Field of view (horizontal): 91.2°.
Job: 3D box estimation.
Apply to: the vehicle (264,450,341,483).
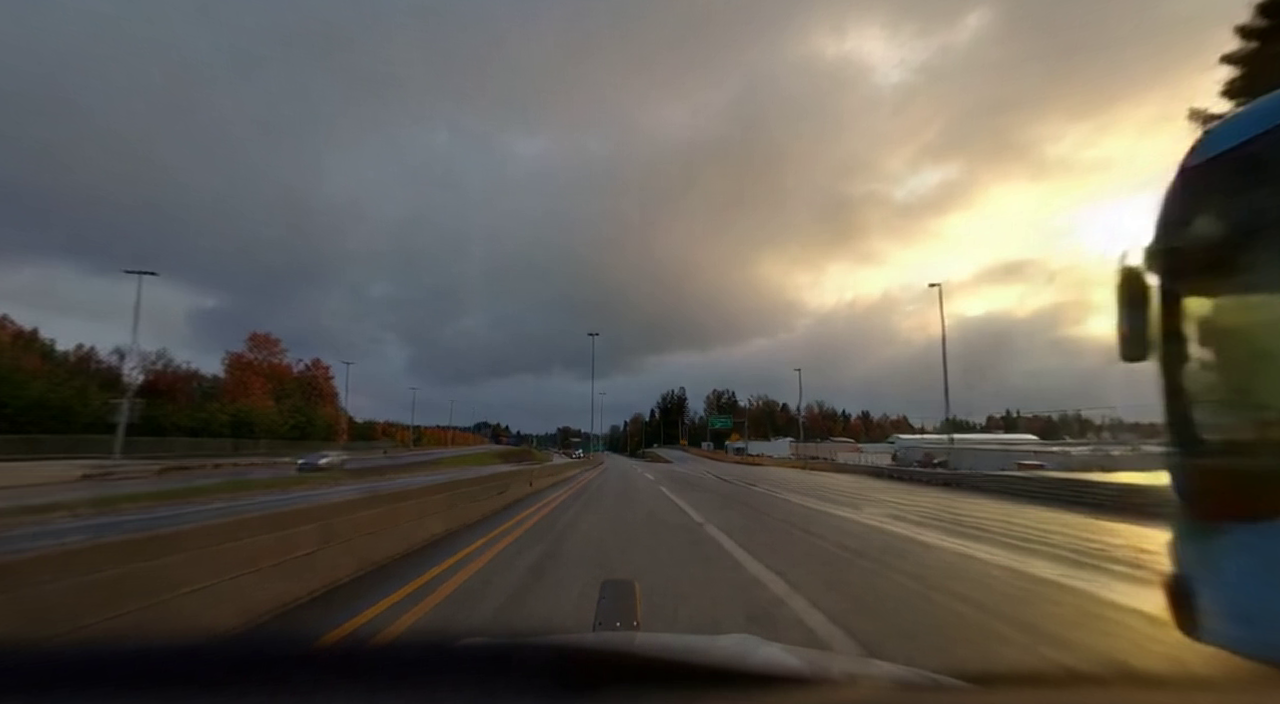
[{"bbox_3d":[-16.149,5.473,30.218,1.817,1.474,3.810,0,-9,-5],"label":"vehicle"}]
